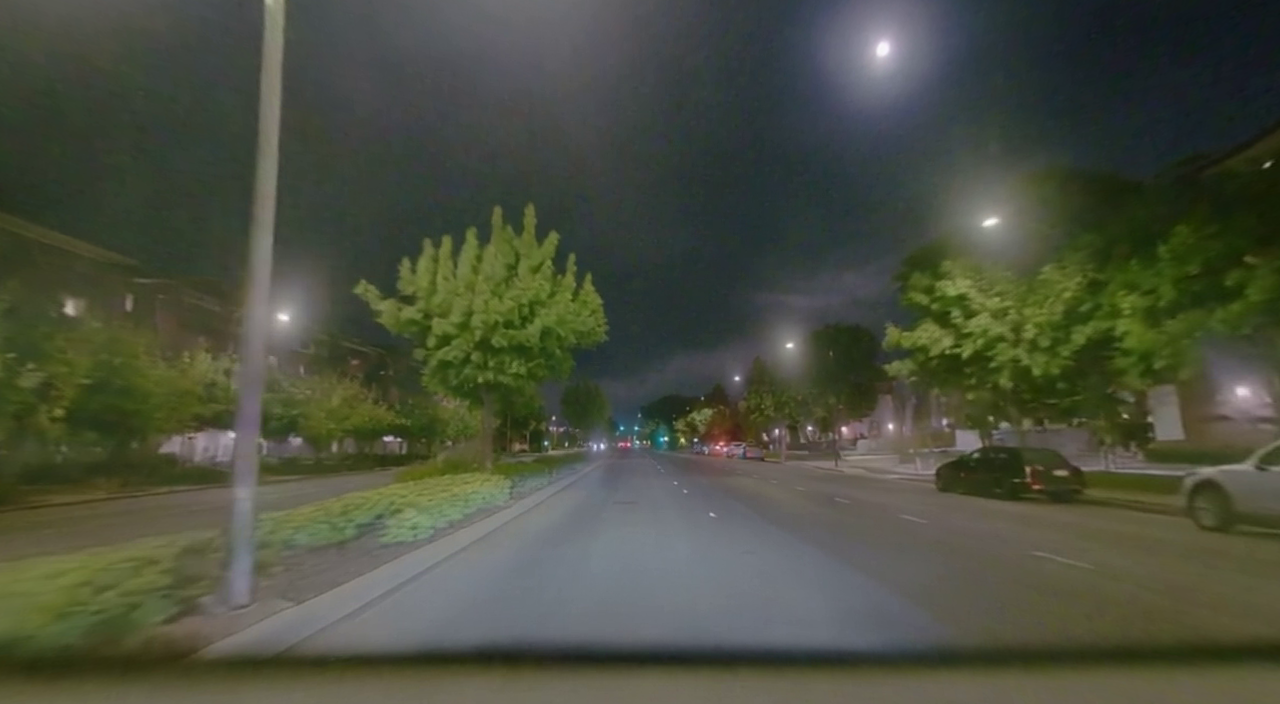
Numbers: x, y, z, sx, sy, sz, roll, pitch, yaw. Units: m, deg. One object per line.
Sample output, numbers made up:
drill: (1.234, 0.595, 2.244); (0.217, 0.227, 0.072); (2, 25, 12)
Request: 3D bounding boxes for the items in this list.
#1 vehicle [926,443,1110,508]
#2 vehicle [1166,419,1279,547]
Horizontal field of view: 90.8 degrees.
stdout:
vehicle: (9.912, 3.239, 17.160); (1.996, 1.488, 4.810); (0, -9, 0)
vehicle: (9.863, 1.738, 8.217); (2.018, 1.742, 4.547); (0, -9, -1)
